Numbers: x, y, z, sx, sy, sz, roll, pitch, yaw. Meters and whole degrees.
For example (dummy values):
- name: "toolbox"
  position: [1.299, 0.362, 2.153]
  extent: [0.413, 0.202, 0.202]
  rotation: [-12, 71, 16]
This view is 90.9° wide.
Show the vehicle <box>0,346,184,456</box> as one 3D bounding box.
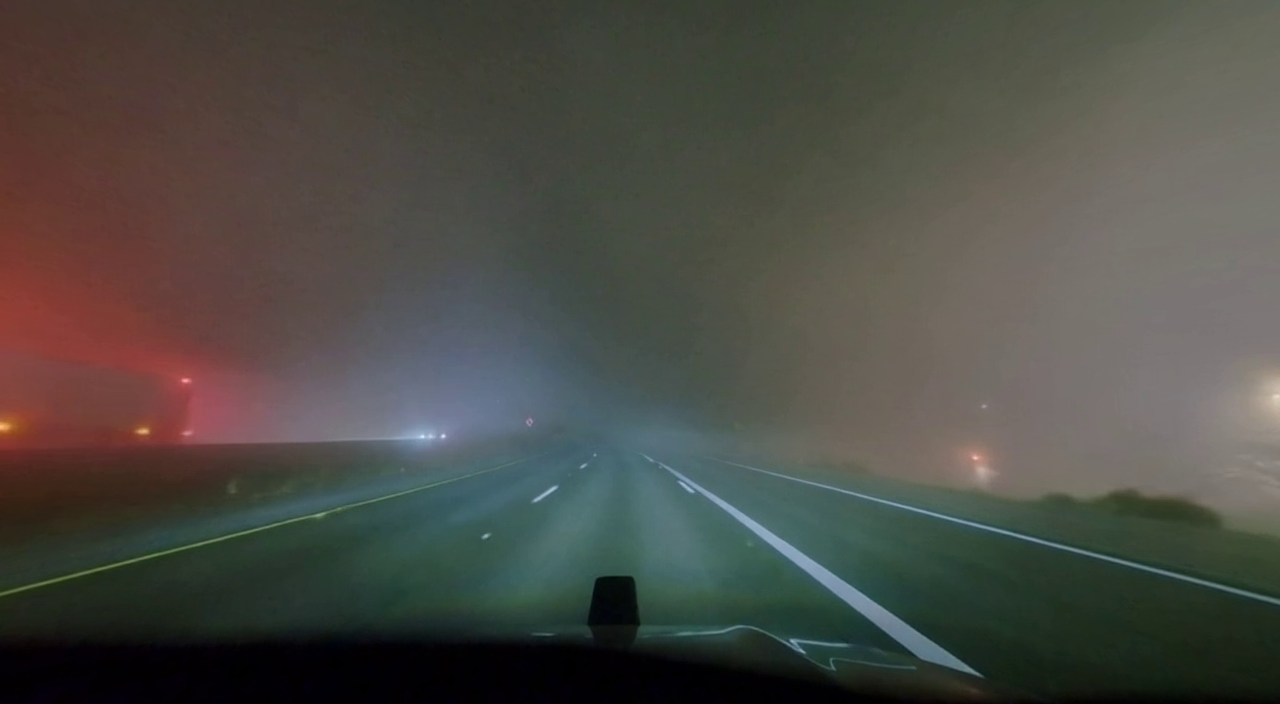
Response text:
- name: "vehicle"
  position: [-25.598, 2.237, 26.529]
  extent: [2.895, 4.066, 14.108]
  rotation: [0, -8, -3]
